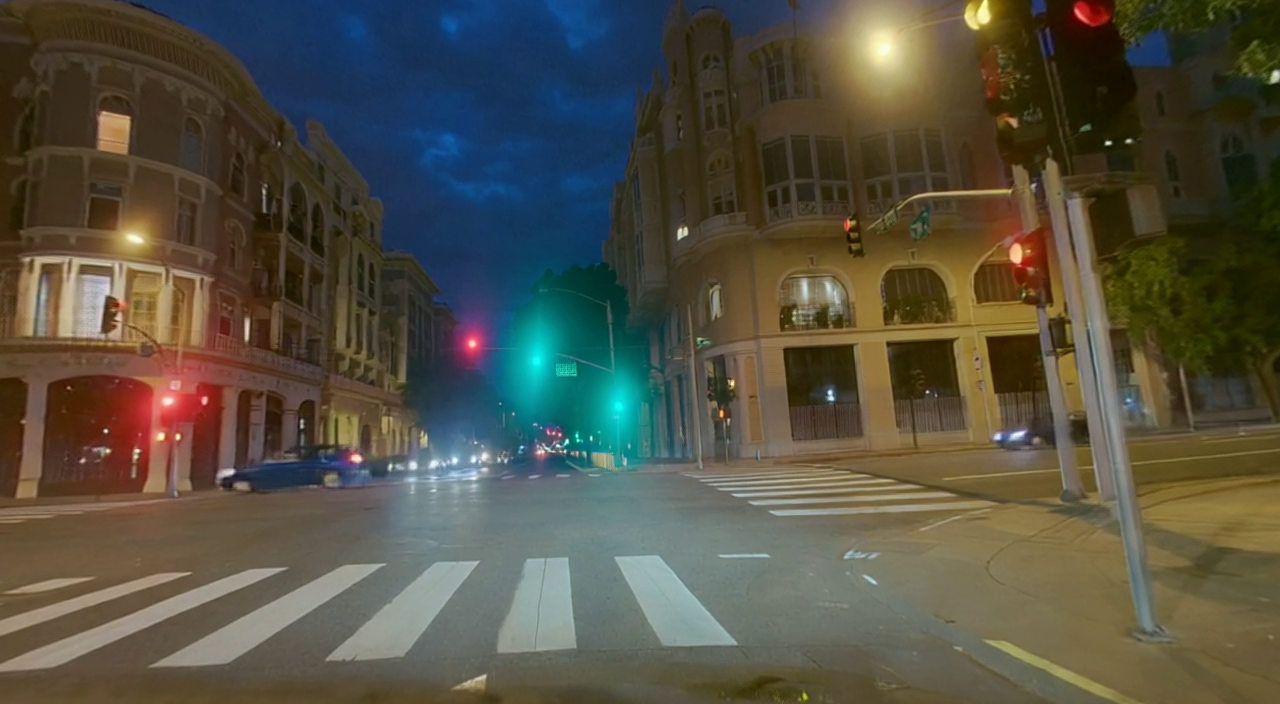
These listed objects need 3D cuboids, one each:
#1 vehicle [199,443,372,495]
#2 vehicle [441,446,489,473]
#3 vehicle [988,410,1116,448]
[{"bbox_3d":[-11.847,3.934,21.450,4.626,1.636,2.004,1,-8,-7],"label":"vehicle"},{"bbox_3d":[-10.492,6.464,38.154,2.196,1.503,4.371,1,-9,-8],"label":"vehicle"},{"bbox_3d":[16.961,3.203,26.064,4.320,1.456,1.803,2,-9,-12],"label":"vehicle"}]
